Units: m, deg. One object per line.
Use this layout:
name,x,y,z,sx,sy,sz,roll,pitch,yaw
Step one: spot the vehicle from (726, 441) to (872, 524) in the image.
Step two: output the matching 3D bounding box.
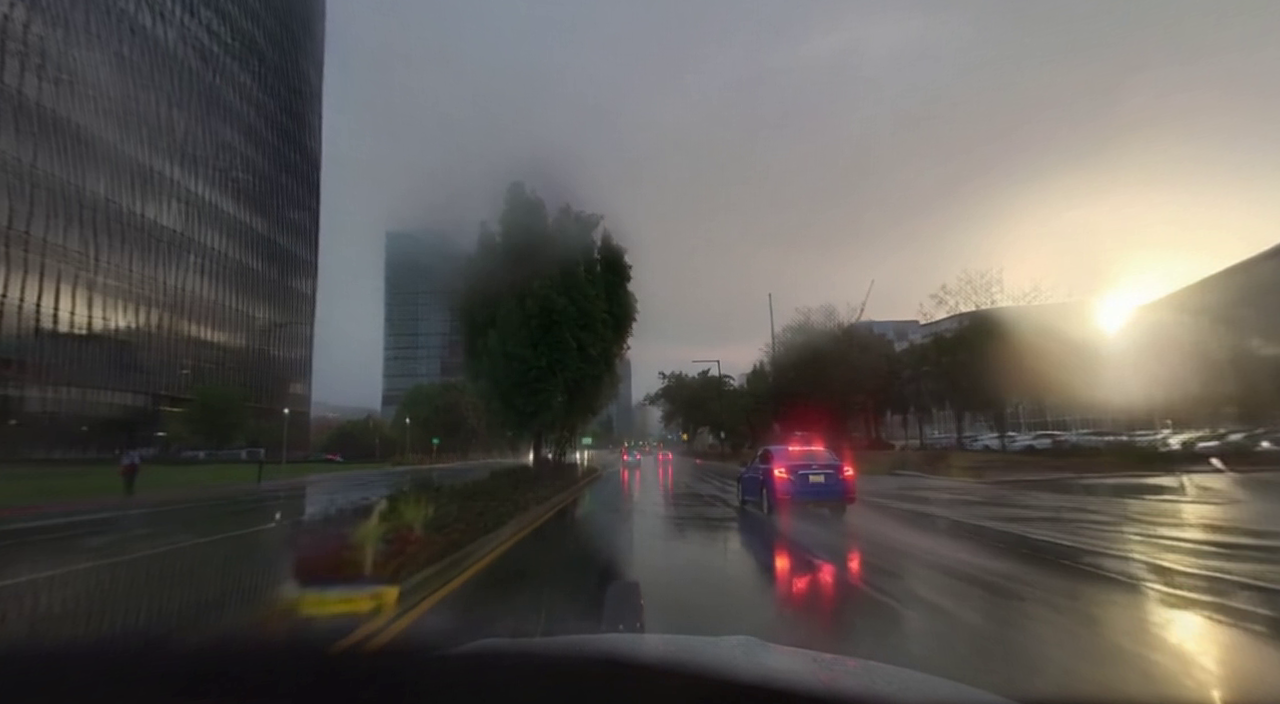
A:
vehicle,3.216,2.724,13.719,1.993,1.501,4.127,0,-9,-2
